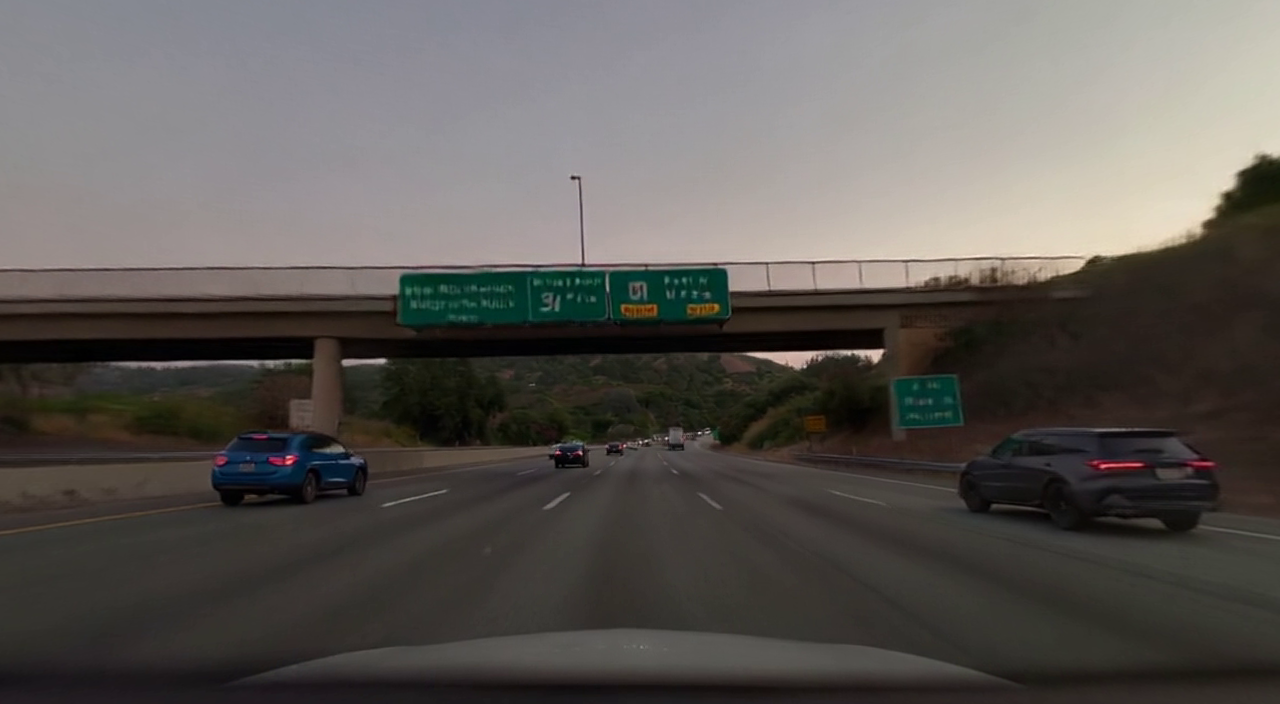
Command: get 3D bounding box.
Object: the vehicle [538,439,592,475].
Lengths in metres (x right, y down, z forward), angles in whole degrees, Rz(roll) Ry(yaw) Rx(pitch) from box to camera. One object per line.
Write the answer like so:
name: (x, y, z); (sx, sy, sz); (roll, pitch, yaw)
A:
vehicle: (-3.384, 4.820, 29.266); (1.925, 1.509, 4.363); (0, -9, 1)

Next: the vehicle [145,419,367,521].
vehicle: (-7.415, 2.319, 12.838); (1.860, 1.694, 4.173); (0, -9, 0)

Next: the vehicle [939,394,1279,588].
vehicle: (5.871, 1.588, 7.982); (1.950, 1.719, 4.545); (0, -9, 0)
